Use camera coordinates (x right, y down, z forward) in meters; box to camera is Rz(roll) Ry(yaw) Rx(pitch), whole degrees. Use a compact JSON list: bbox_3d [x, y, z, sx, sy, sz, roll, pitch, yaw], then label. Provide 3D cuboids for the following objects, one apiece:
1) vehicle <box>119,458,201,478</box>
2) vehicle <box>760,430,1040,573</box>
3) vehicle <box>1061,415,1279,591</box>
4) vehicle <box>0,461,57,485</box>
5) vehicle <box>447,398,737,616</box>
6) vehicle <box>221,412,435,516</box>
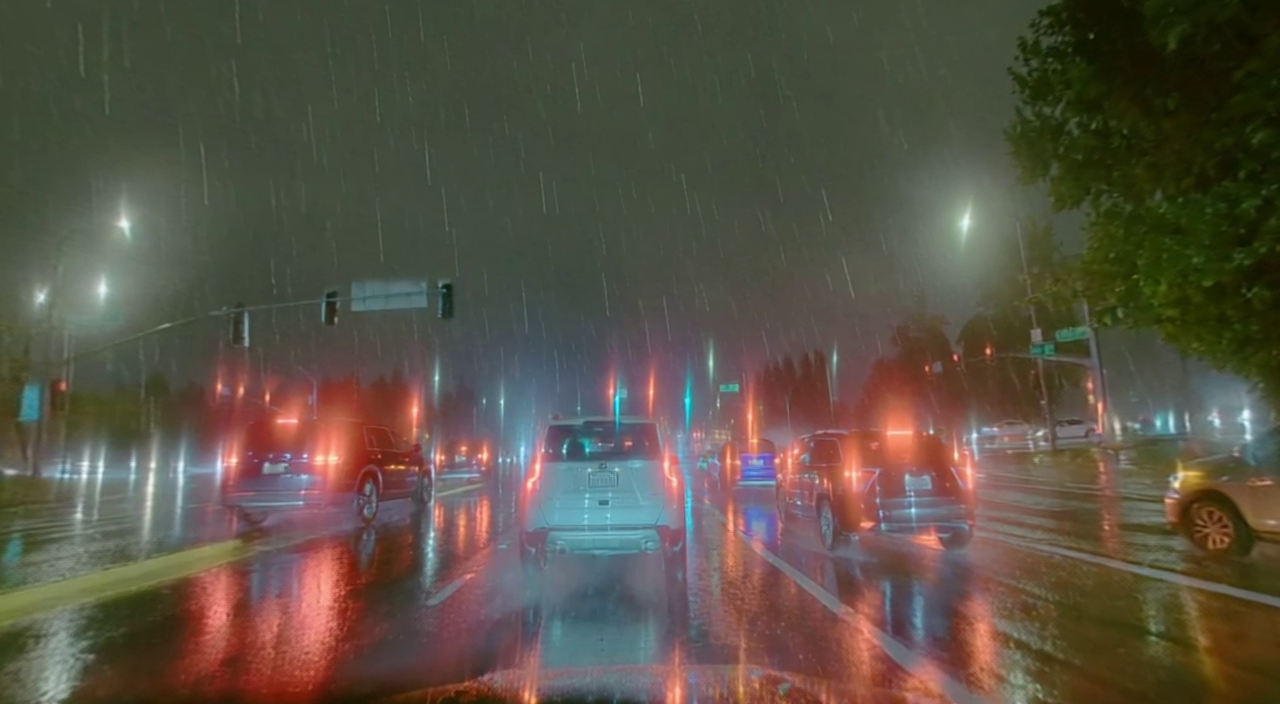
[{"bbox_3d":[-37.317,9.028,48.867,4.914,1.487,1.850,0,-9,1],"label":"vehicle"},{"bbox_3d":[3.149,1.896,8.858,1.971,1.473,4.495,0,-9,-1],"label":"vehicle"},{"bbox_3d":[6.576,1.420,6.148,1.941,1.532,4.152,0,-9,-1],"label":"vehicle"},{"bbox_3d":[-45.612,8.733,45.569,4.576,1.631,1.889,0,-8,2],"label":"vehicle"},{"bbox_3d":[-0.349,1.514,7.019,2.256,1.694,4.055,0,-9,1],"label":"vehicle"},{"bbox_3d":[-6.718,2.488,14.396,2.214,1.953,5.017,0,-9,1],"label":"vehicle"}]
